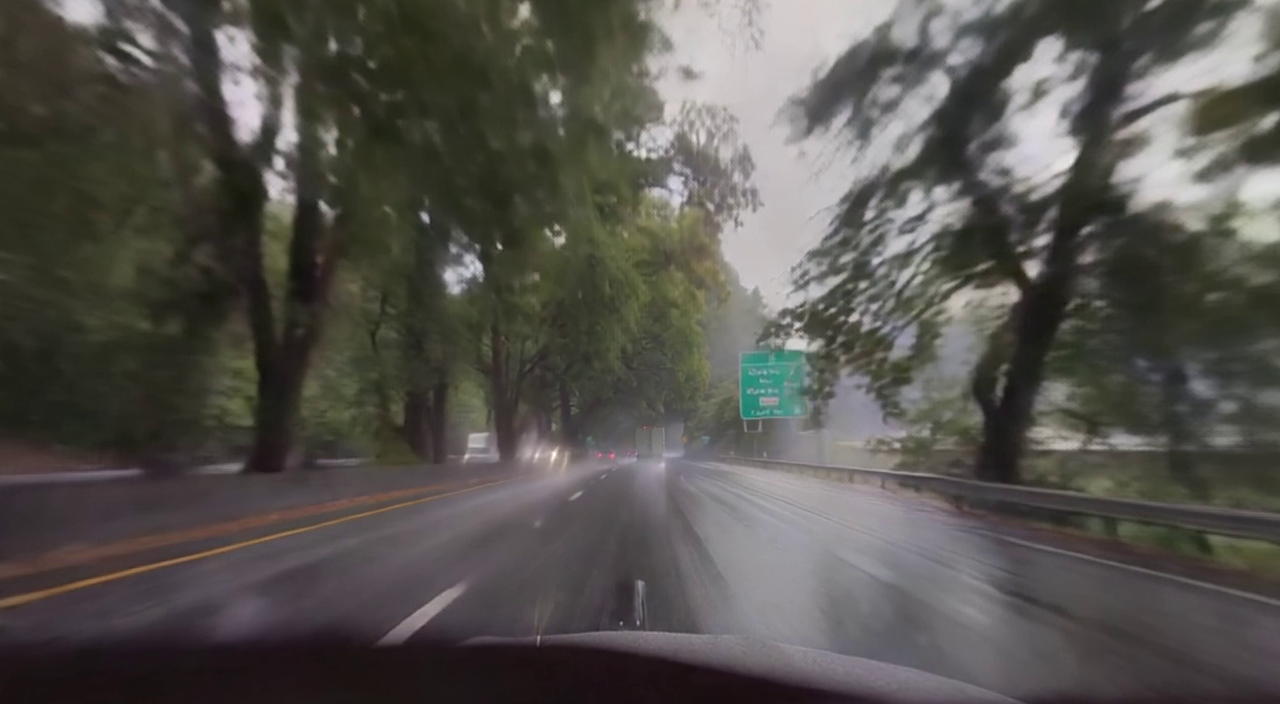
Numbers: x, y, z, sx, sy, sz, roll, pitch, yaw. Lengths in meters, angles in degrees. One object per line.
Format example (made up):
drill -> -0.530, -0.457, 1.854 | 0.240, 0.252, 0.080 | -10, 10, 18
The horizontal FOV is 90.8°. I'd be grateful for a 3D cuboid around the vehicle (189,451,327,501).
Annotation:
vehicle -> -12.178, 3.944, 20.468 | 1.953, 1.454, 3.938 | 0, -9, 0
